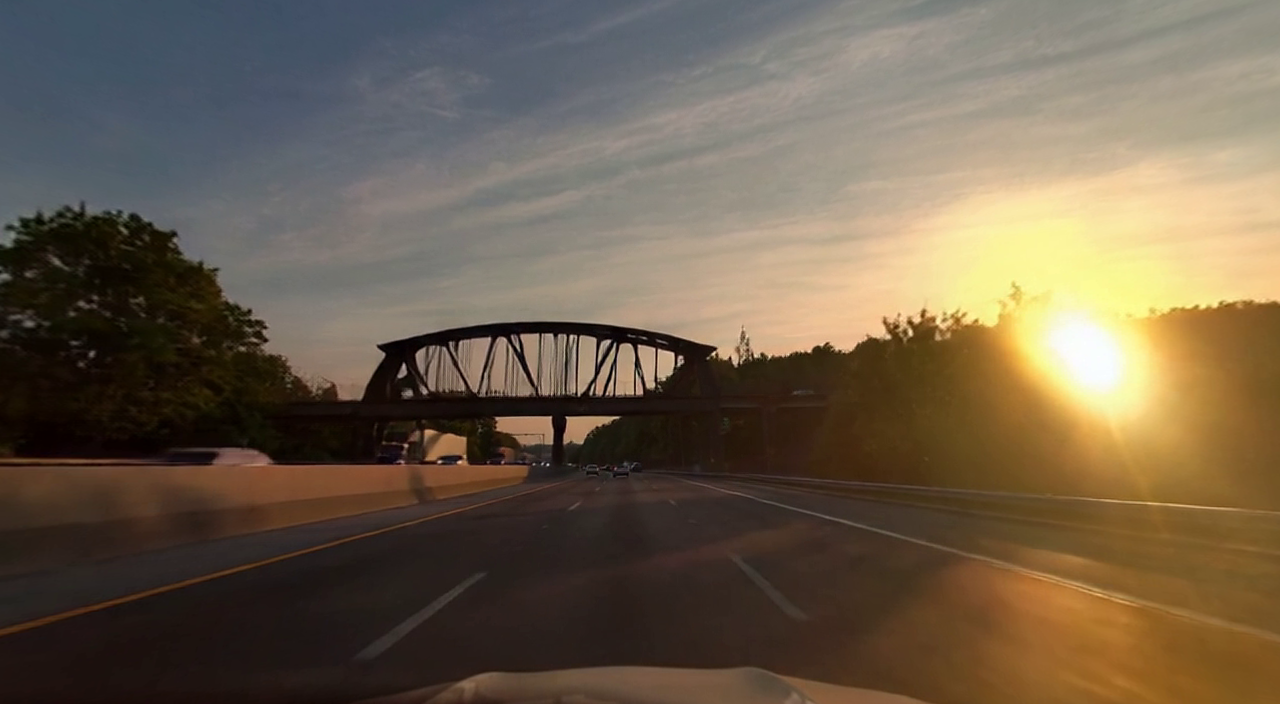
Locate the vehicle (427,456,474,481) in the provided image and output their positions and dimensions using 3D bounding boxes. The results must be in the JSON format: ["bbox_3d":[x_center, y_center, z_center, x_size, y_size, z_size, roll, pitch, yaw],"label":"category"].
[{"bbox_3d":[-12.696,7.849,42.505,1.875,1.516,4.293,1,-10,0],"label":"vehicle"}]
